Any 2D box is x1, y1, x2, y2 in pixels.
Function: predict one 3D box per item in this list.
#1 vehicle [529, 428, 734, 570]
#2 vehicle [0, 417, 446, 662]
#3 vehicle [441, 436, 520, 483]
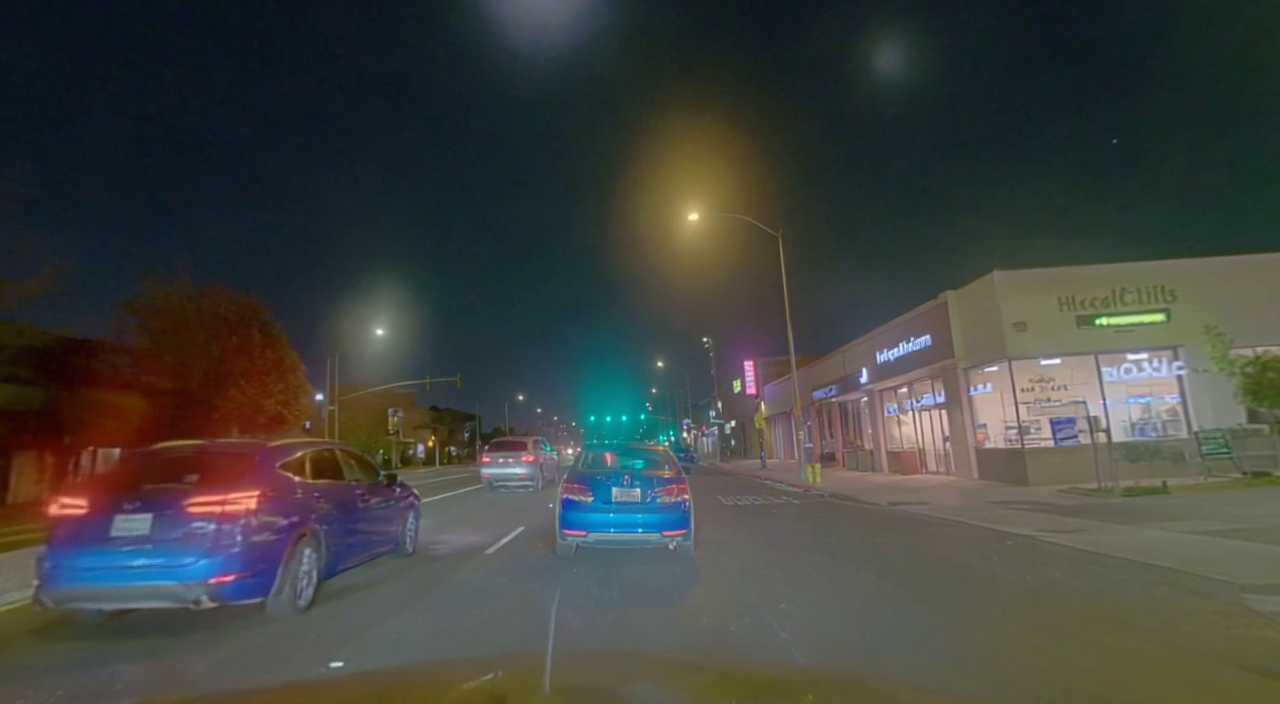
[{"bbox_3d":[-0.097,1.861,8.761,2.160,1.482,4.037,0,-9,0],"label":"vehicle"},{"bbox_3d":[-3.450,1.446,5.912,1.905,1.473,4.016,0,-9,1],"label":"vehicle"},{"bbox_3d":[-6.196,4.242,25.072,2.095,1.682,4.371,0,-9,-2],"label":"vehicle"}]
